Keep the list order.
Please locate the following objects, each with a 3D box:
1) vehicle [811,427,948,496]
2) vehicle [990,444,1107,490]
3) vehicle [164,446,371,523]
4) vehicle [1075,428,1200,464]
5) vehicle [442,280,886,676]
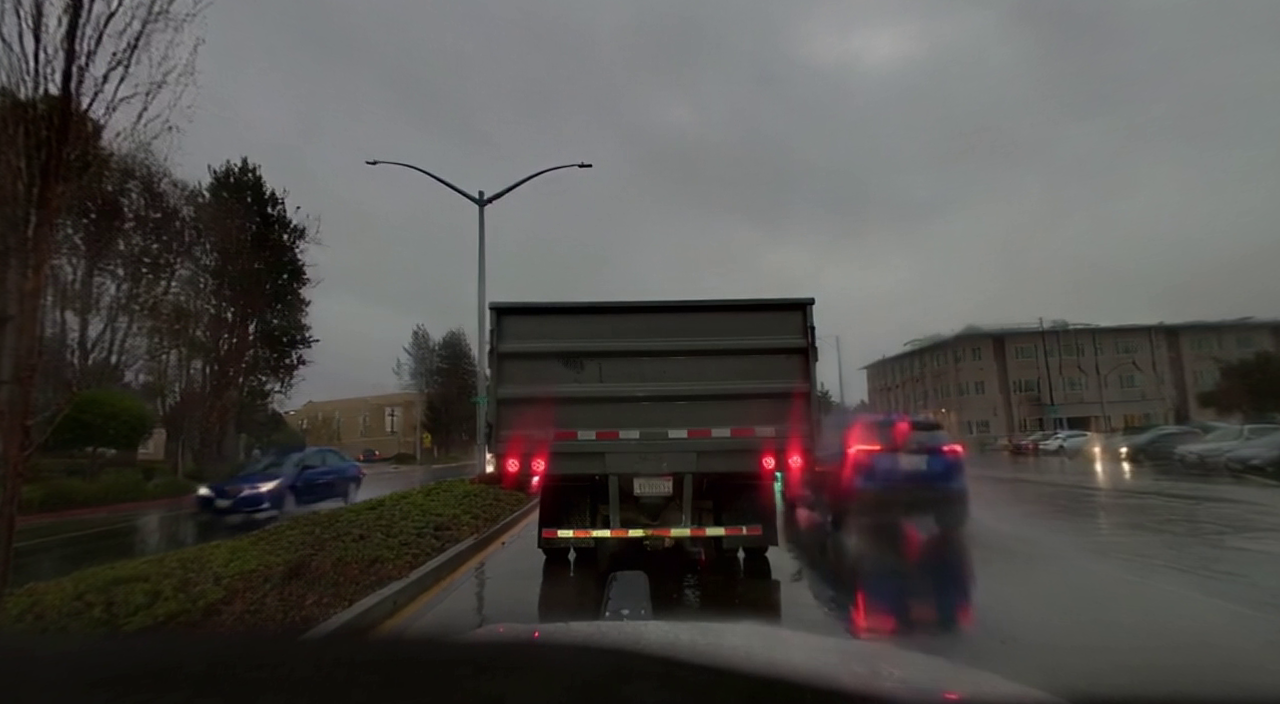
[{"bbox_3d":[7.151,3.325,19.591,2.363,1.825,4.989,-1,-8,1],"label":"vehicle"},{"bbox_3d":[14.283,4.005,22.338,1.702,1.475,3.670,-1,-8,1],"label":"vehicle"},{"bbox_3d":[-8.373,2.965,14.837,2.006,1.479,4.643,-1,-8,0],"label":"vehicle"},{"bbox_3d":[23.118,4.388,29.439,4.171,1.614,1.894,-1,-8,1],"label":"vehicle"},{"bbox_3d":[0.267,1.247,7.403,2.650,2.391,7.008,-1,-8,2],"label":"vehicle"}]
